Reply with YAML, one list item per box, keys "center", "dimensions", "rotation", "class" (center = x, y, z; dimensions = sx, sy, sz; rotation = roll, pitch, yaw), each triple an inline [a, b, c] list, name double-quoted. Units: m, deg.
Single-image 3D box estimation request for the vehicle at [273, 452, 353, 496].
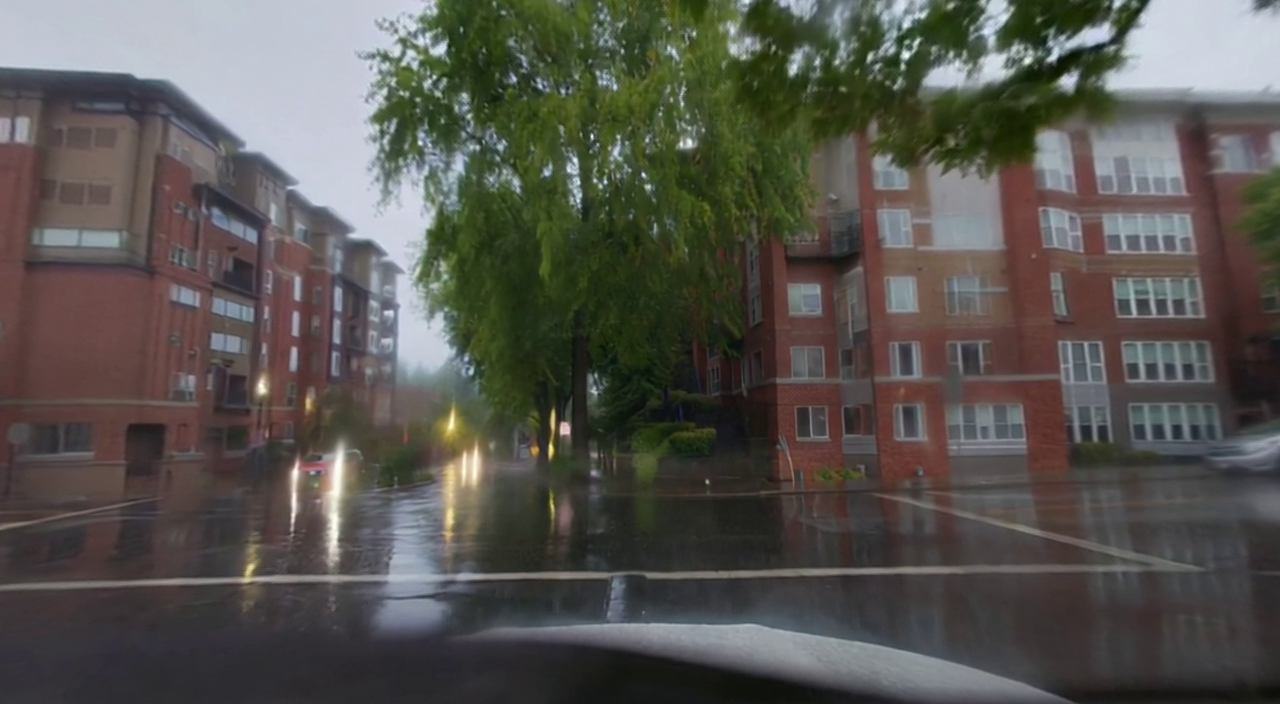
- center: [-13.187, 4.881, 25.701]
  dimensions: [2.027, 1.475, 4.522]
  rotation: [0, -8, -16]
  class: "vehicle"
